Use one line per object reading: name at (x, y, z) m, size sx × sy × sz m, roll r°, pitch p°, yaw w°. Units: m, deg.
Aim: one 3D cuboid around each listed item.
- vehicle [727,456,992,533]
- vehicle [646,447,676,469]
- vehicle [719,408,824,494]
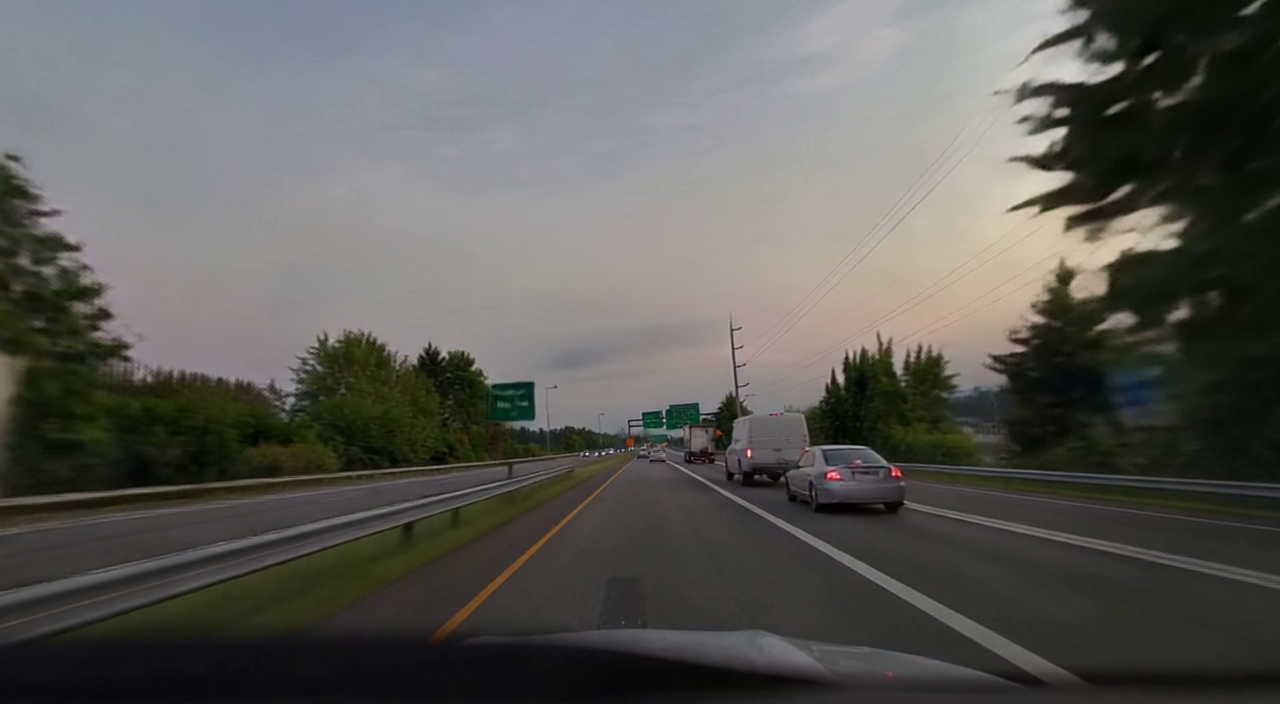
vehicle at (4.681, 3.533, 17.426) m, size 2.472 × 1.036 × 13.239 m, roll -2°, pitch -9°, yaw -1°
vehicle at (1.445, 7.502, 44.718) m, size 2.049 × 1.500 × 3.790 m, roll 0°, pitch -9°, yaw 1°
vehicle at (4.670, 3.677, 23.682) m, size 2.569 × 2.783 × 5.984 m, roll 0°, pitch -9°, yaw -1°
